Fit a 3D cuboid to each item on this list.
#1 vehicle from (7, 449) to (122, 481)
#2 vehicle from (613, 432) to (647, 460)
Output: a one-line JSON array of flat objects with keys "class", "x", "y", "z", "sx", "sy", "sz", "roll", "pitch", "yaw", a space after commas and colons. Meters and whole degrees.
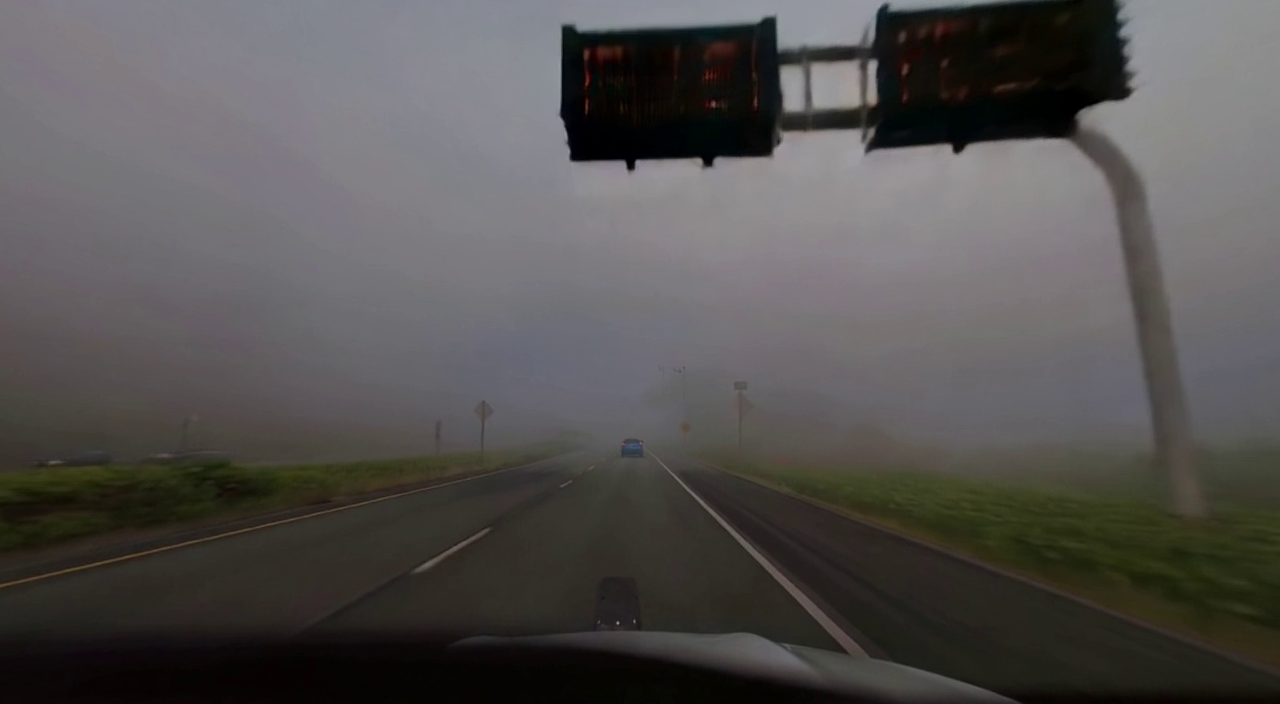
[{"class": "vehicle", "x": -30.153, "y": 5.906, "z": 33.195, "sx": 1.799, "sy": 1.450, "sz": 4.560, "roll": 0, "pitch": -8, "yaw": -1}, {"class": "vehicle", "x": -0.650, "y": 6.317, "z": 42.454, "sx": 2.180, "sy": 1.717, "sz": 4.139, "roll": 0, "pitch": -8, "yaw": -1}]
